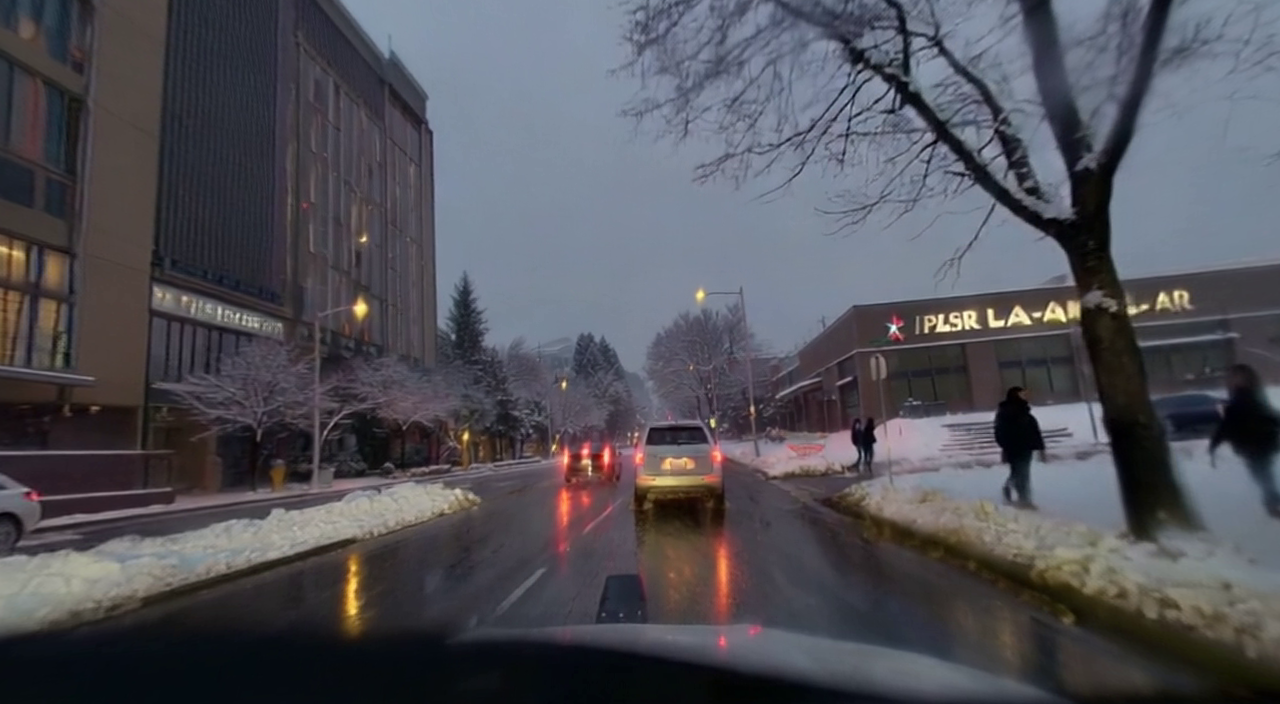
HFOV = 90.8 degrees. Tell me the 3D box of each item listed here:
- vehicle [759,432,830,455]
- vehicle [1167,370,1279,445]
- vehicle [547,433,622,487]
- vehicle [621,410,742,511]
[{"bbox_3d":[10.549,6.287,43.415,4.426,1.490,1.862,-1,-8,3],"label":"vehicle"},{"bbox_3d":[13.433,1.141,12.605,4.189,1.395,1.725,0,-8,2],"label":"vehicle"},{"bbox_3d":[-1.847,3.774,22.359,2.023,1.702,4.152,-1,-8,4],"label":"vehicle"},{"bbox_3d":[0.893,2.468,14.783,2.352,1.953,4.796,-1,-8,2],"label":"vehicle"}]
